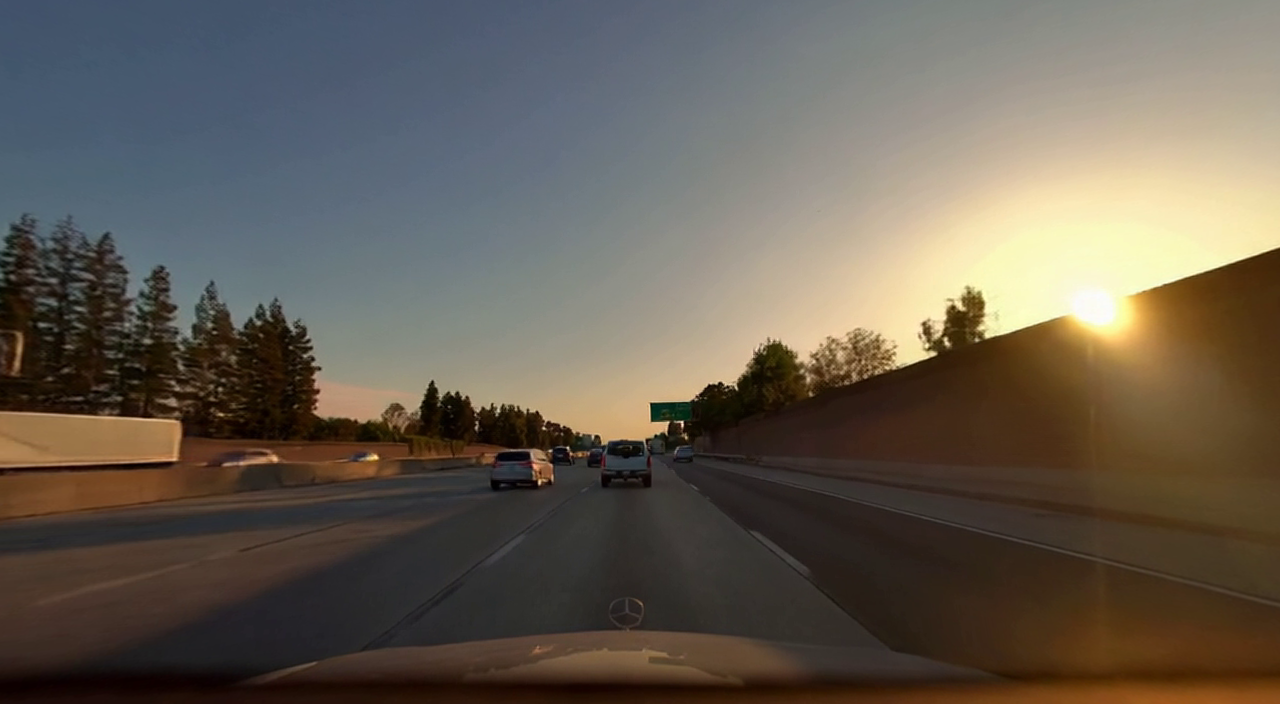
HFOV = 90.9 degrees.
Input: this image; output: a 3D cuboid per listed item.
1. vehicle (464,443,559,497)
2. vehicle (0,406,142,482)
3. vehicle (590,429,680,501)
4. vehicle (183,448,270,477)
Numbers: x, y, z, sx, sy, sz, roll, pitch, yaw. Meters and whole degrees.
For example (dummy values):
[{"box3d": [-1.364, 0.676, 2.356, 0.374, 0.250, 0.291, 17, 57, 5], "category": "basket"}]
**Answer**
[{"box3d": [-3.749, 3.519, 19.242, 1.967, 1.442, 4.143, 0, -9, 1], "category": "vehicle"}, {"box3d": [-28.873, 4.467, 30.503, 2.736, 3.238, 8.017, 0, -9, 2], "category": "vehicle"}, {"box3d": [-0.120, 3.157, 17.982, 2.233, 1.804, 4.273, 0, -9, 0], "category": "vehicle"}, {"box3d": [-24.641, 6.600, 37.853, 1.937, 1.595, 4.750, 0, -9, 1], "category": "vehicle"}]
